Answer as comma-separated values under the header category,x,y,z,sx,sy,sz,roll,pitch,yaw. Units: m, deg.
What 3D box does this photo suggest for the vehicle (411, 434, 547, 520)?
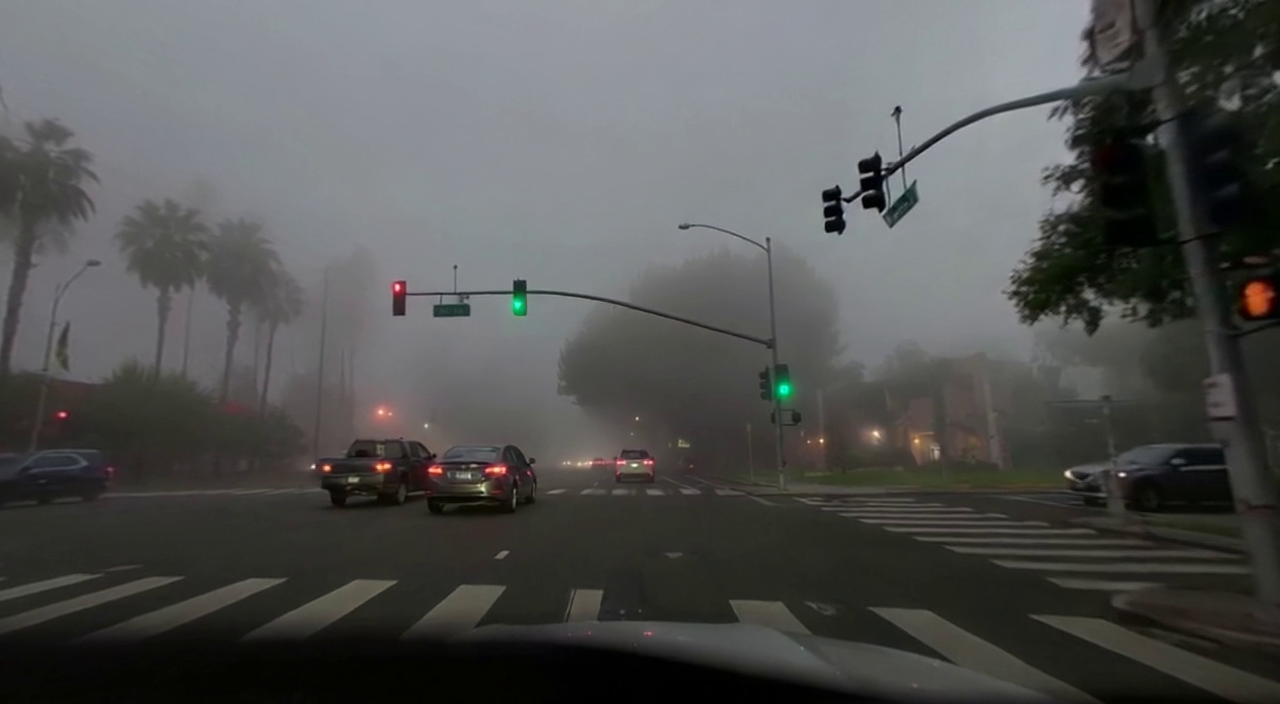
category,x,y,z,sx,sy,sz,roll,pitch,yaw
vehicle,-3.799,3.033,15.821,2.116,1.806,4.516,0,-9,1

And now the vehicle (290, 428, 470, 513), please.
category,x,y,z,sx,sy,sz,roll,pitch,yaw
vehicle,-7.169,3.365,18.465,2.457,2.010,6.330,0,-9,1

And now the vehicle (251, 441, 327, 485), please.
category,x,y,z,sx,sy,sz,roll,pitch,yaw
vehicle,-26.132,8.256,47.149,2.512,2.978,5.172,2,-9,0

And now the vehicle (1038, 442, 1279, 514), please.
category,x,y,z,sx,sy,sz,roll,pitch,yaw
vehicle,12.271,2.882,14.621,4.649,1.496,2.061,0,-9,-1

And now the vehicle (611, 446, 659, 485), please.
category,x,y,z,sx,sy,sz,roll,pitch,yaw
vehicle,-0.255,5.700,31.786,2.280,1.803,4.240,0,-9,-1

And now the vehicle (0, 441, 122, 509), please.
category,x,y,z,sx,sy,sz,roll,pitch,yaw
vehicle,-18.618,3.595,18.780,2.323,1.828,4.675,0,-9,0
